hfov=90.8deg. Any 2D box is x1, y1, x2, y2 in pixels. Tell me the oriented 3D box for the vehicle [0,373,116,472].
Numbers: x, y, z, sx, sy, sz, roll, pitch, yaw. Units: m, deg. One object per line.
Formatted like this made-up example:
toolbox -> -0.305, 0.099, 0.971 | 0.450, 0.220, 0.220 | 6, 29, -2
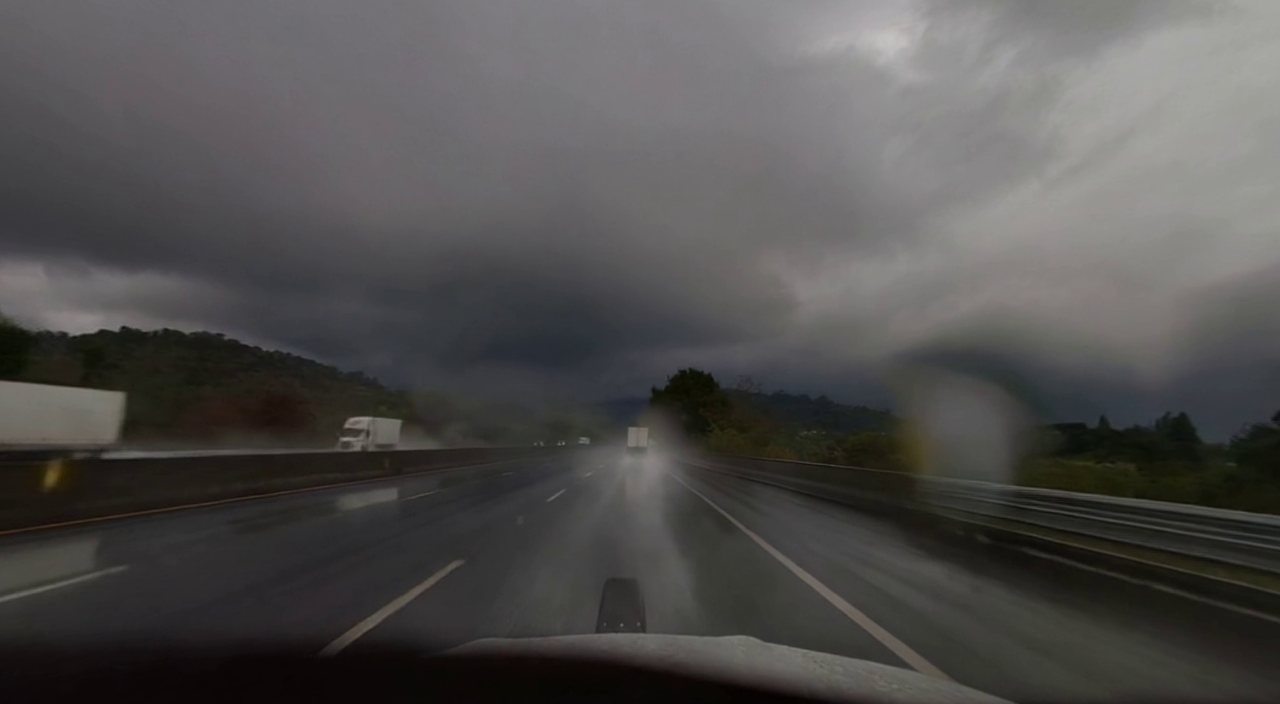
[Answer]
vehicle -> -25.065, 2.316, 21.358 | 3.095, 3.605, 13.571 | 0, -9, 0
